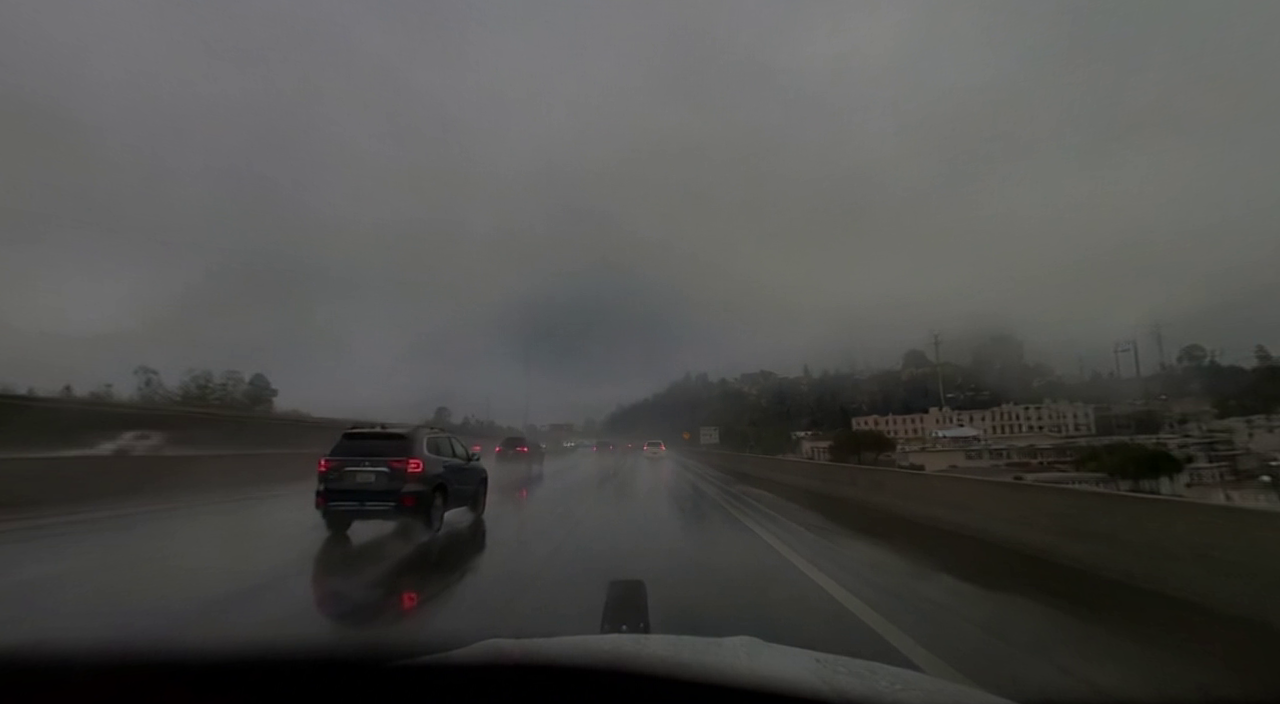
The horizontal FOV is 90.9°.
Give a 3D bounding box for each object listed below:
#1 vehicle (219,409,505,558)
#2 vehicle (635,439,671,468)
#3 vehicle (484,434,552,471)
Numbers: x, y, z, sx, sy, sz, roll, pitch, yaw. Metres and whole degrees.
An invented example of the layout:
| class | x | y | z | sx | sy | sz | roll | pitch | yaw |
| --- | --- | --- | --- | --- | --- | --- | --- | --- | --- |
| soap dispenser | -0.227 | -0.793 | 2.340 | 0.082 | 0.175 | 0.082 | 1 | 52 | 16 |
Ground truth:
| class | x | y | z | sx | sy | sz | roll | pitch | yaw |
| --- | --- | --- | --- | --- | --- | --- | --- | --- | --- |
| vehicle | -3.783 | 1.898 | 9.868 | 2.136 | 1.718 | 4.873 | 0 | -8 | 2 |
| vehicle | 0.783 | 6.428 | 40.158 | 2.135 | 1.697 | 4.757 | 0 | -8 | 0 |
| vehicle | -6.732 | 5.628 | 35.537 | 2.521 | 1.901 | 5.988 | 0 | -8 | 1 |
